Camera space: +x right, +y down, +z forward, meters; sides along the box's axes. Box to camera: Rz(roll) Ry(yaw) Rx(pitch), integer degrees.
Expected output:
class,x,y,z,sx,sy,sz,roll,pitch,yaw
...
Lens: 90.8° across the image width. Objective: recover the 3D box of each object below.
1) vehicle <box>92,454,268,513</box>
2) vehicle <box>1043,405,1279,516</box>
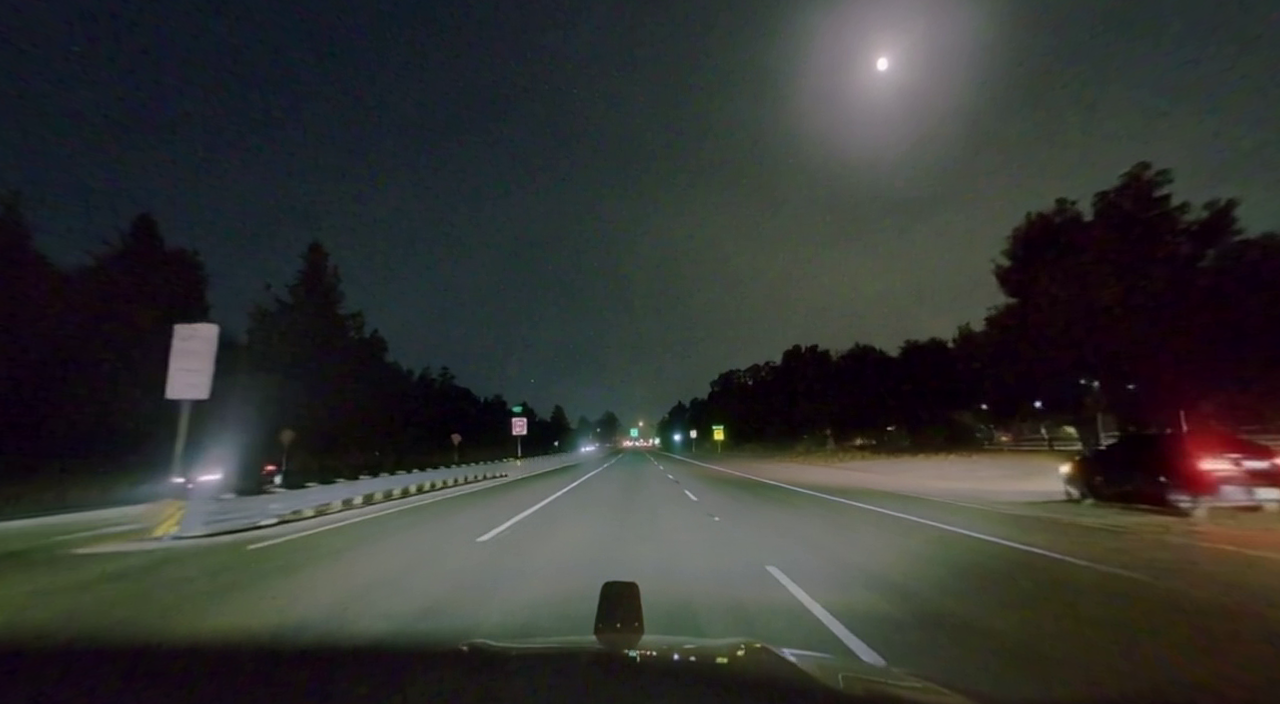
class,x,y,z,sx,sy,sz,roll,pitch,yaw
vehicle,-13.462,3.827,18.916,1.892,1.486,4.487,0,-8,0
vehicle,12.342,2.221,13.603,5.581,1.926,2.324,-4,-7,0
